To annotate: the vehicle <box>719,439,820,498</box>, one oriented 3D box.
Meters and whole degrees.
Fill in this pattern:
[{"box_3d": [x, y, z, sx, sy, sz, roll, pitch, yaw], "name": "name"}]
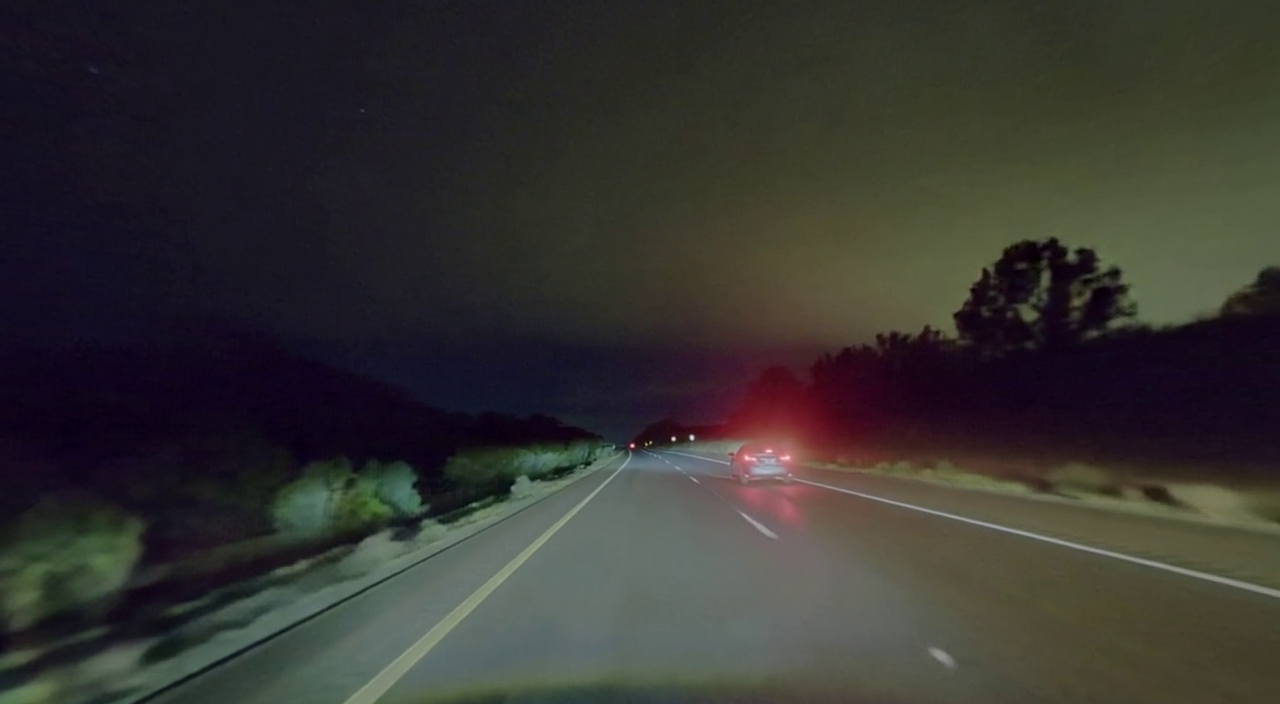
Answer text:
[{"box_3d": [3.560, 3.286, 18.259, 2.003, 1.466, 4.441, 0, -9, 0], "name": "vehicle"}]
